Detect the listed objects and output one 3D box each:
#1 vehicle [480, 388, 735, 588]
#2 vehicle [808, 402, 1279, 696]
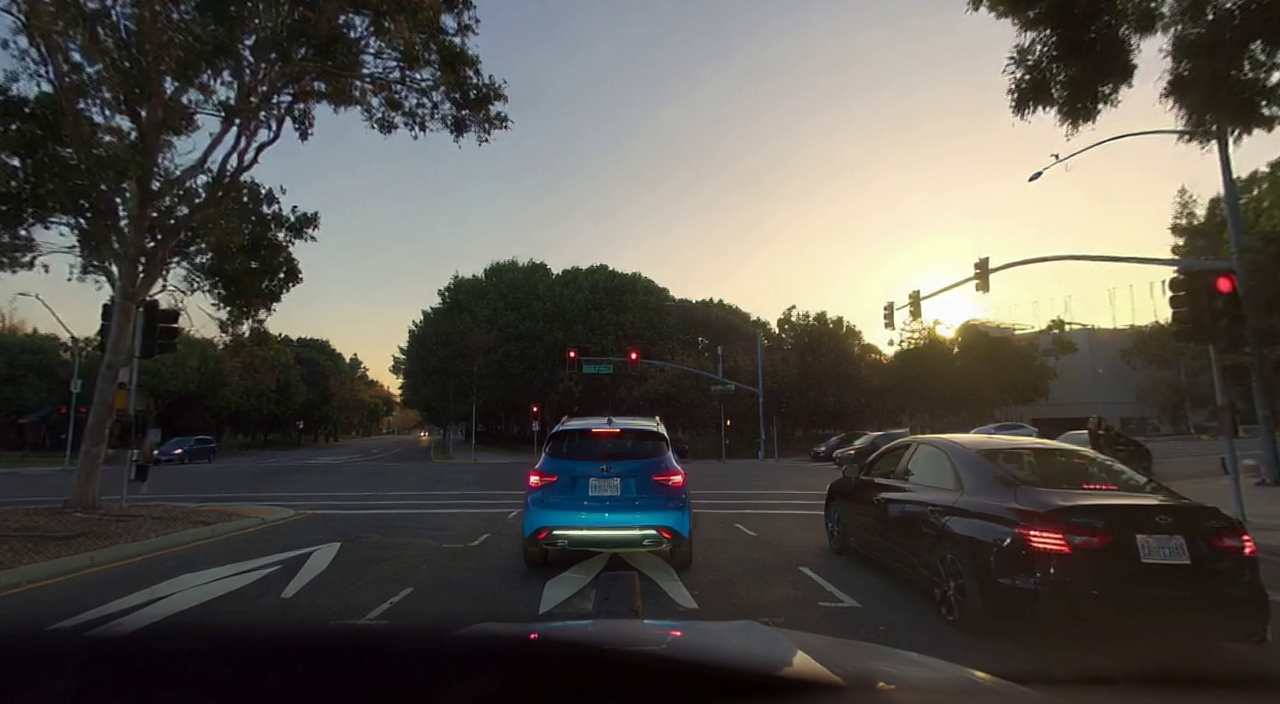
[{"bbox_3d":[-0.345,1.520,7.799,2.247,1.760,4.231,0,-9,-2],"label":"vehicle"},{"bbox_3d":[3.168,1.402,5.769,1.932,1.562,4.629,0,-9,-1],"label":"vehicle"}]
